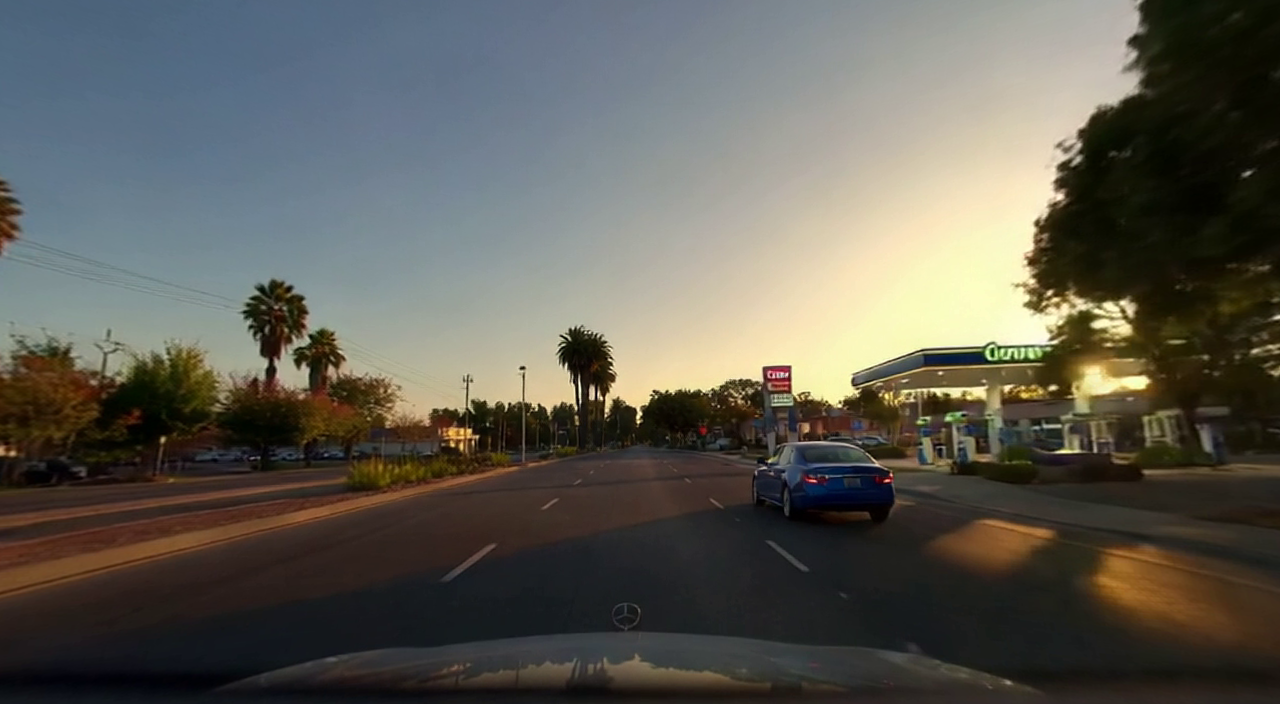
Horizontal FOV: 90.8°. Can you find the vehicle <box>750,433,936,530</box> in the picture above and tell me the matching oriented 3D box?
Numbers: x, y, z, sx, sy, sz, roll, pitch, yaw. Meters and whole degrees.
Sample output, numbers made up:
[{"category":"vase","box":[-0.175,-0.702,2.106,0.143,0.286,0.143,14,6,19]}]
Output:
[{"category":"vehicle","box":[3.458,2.270,11.737,1.978,1.442,4.262,0,-8,-1]}]
